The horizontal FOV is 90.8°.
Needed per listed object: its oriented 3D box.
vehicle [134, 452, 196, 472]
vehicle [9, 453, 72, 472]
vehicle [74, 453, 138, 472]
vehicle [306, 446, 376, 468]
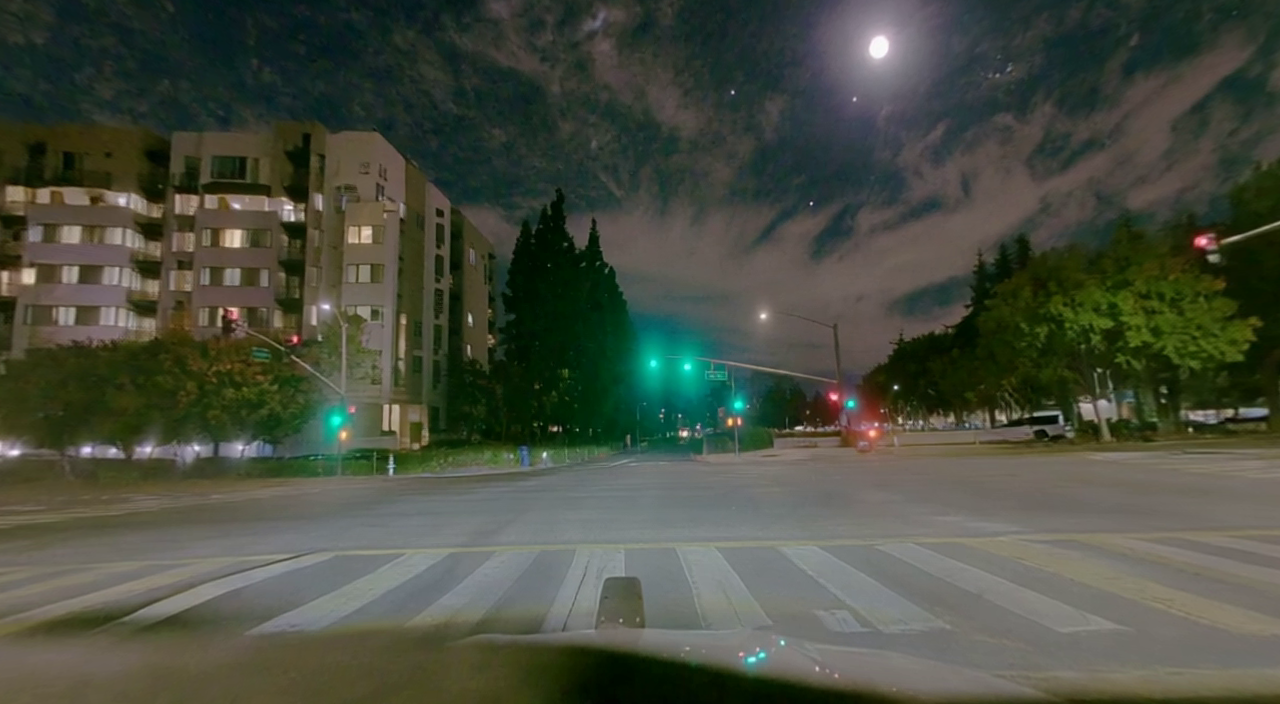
[{"bbox_3d":[-36.460,8.459,48.580,1.709,1.410,3.945,0,-9,-1],"label":"vehicle"},{"bbox_3d":[-46.376,8.555,48.930,1.627,1.392,3.330,0,-9,-1],"label":"vehicle"},{"bbox_3d":[-41.410,8.568,49.086,1.651,1.379,3.787,0,-9,0],"label":"vehicle"},{"bbox_3d":[-22.011,7.763,46.570,4.207,1.508,1.875,-1,-9,3],"label":"vehicle"}]
